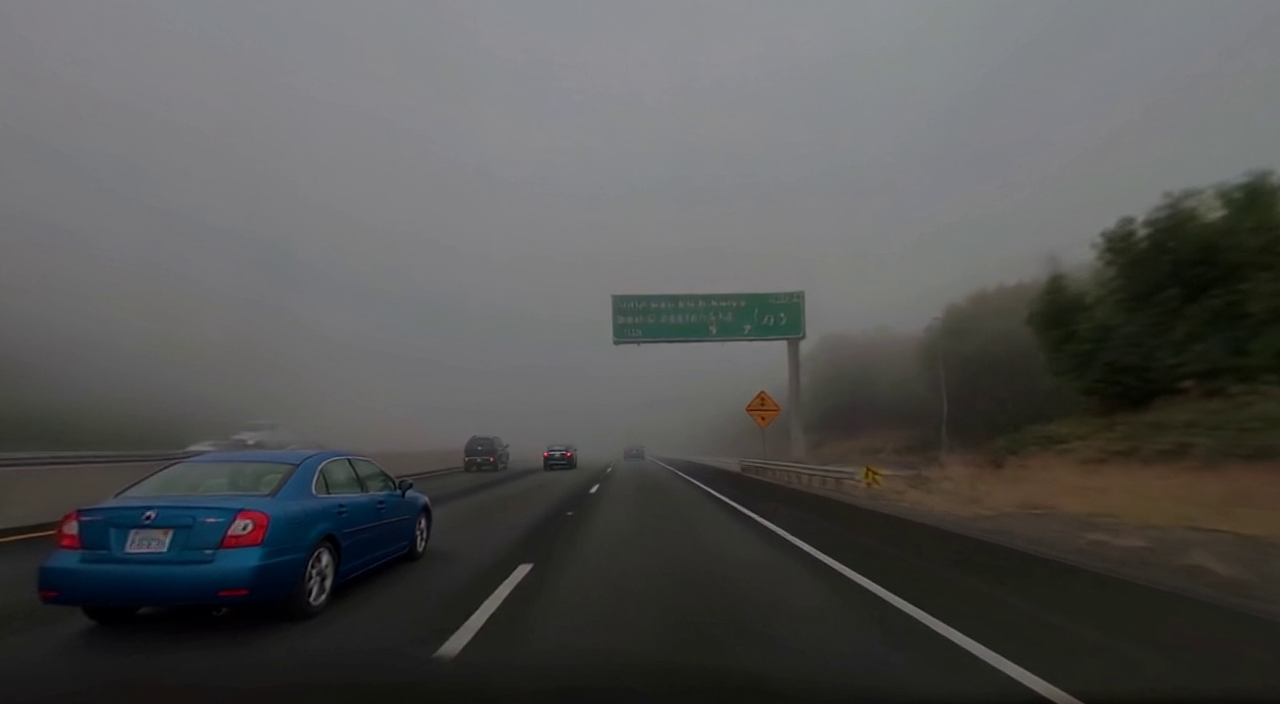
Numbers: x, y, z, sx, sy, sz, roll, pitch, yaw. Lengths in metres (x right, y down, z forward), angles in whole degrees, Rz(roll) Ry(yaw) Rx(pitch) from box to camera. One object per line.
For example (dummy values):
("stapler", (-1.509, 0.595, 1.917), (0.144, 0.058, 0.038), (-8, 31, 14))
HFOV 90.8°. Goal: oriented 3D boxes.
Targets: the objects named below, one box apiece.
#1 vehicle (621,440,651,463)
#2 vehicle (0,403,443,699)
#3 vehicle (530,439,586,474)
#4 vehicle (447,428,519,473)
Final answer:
("vehicle", (-0.312, 7.039, 44.778), (2.018, 1.508, 4.087), (0, -8, -2))
("vehicle", (-3.437, 1.342, 5.511), (2.025, 1.506, 4.429), (0, -8, 0))
("vehicle", (-3.685, 4.787, 29.226), (2.068, 1.501, 4.395), (0, -8, -1))
("vehicle", (-7.450, 4.744, 30.571), (2.171, 1.982, 5.246), (0, -8, -1))
